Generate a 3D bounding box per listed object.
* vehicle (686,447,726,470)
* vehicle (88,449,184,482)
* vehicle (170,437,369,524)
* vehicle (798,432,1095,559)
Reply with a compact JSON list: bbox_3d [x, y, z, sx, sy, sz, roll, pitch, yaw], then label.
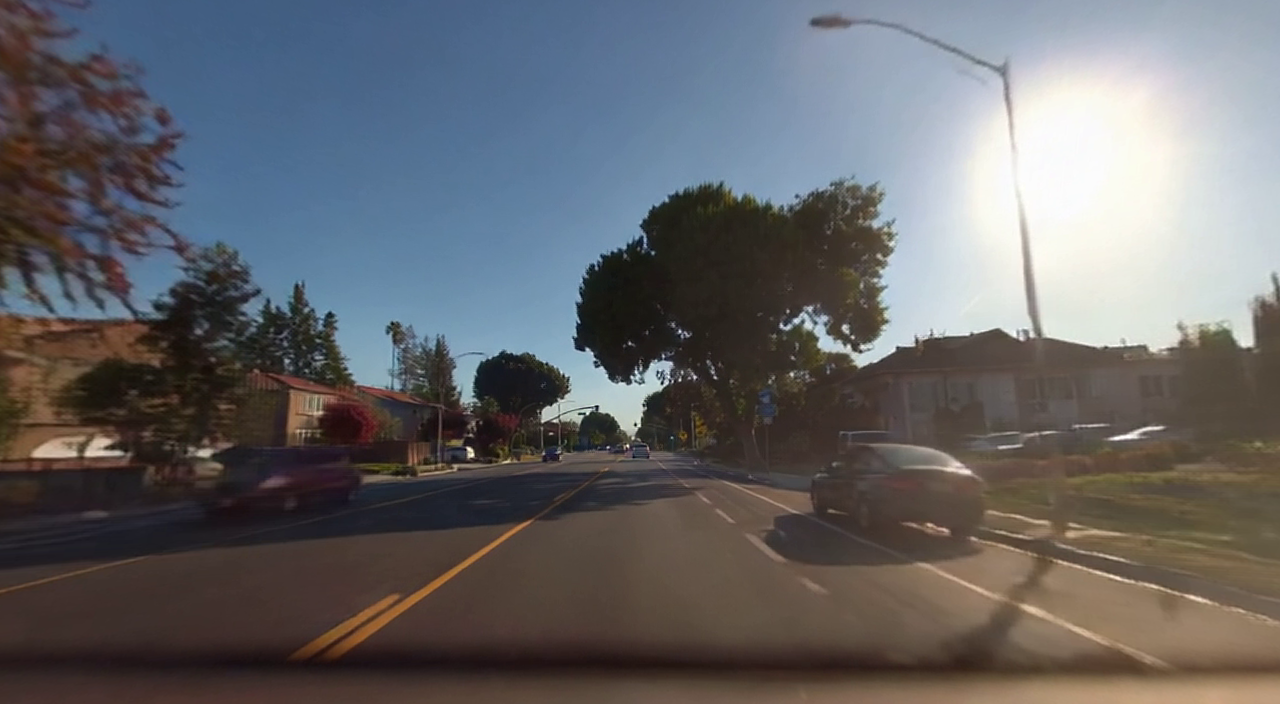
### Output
[{"bbox_3d":[4.482,7.280,43.418,1.968,1.467,5.107,0,-8,-3],"label":"vehicle"},{"bbox_3d":[-26.513,5.960,33.184,3.527,1.415,1.748,-2,-8,-5],"label":"vehicle"},{"bbox_3d":[-7.801,2.704,13.802,1.867,1.603,3.983,0,-8,1],"label":"vehicle"},{"bbox_3d":[4.518,2.207,10.720,2.154,1.550,5.785,0,-8,0],"label":"vehicle"}]
